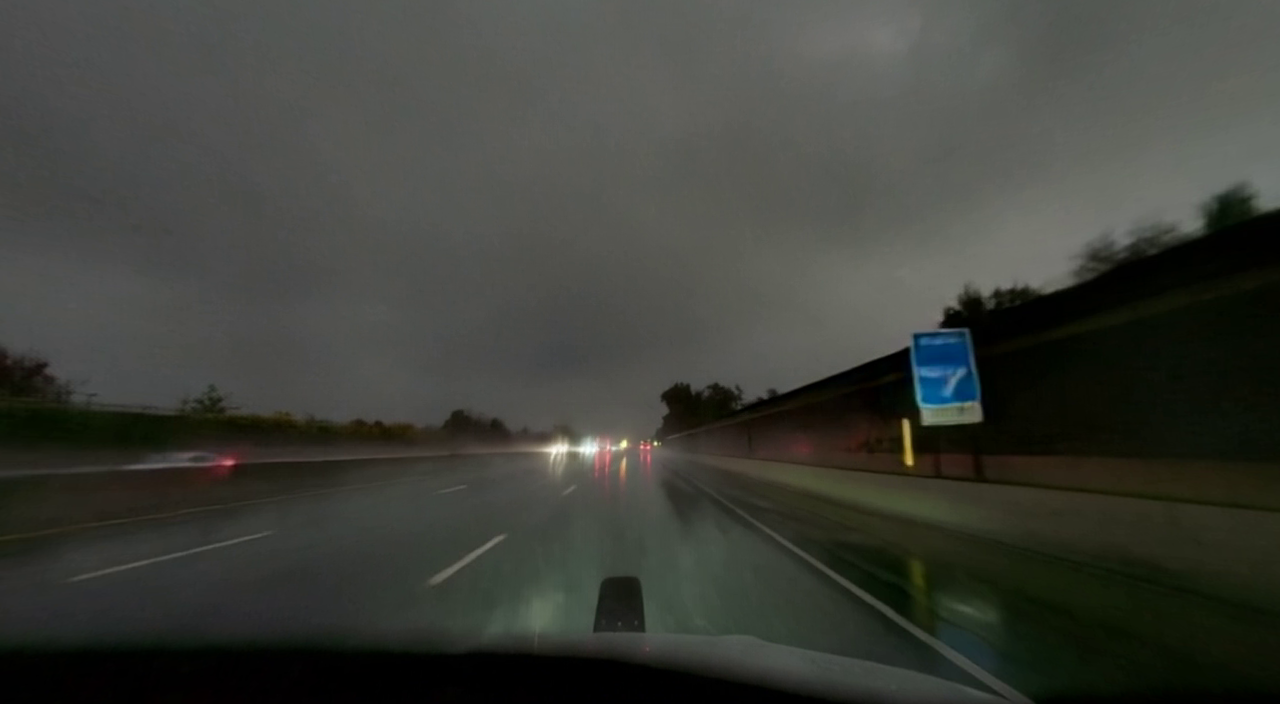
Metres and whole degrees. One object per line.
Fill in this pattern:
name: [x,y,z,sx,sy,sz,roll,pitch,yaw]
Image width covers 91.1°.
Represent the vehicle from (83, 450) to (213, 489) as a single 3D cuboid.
vehicle: [-20.706,4.932,26.767,1.867,1.452,4.519,0,-9,0]
